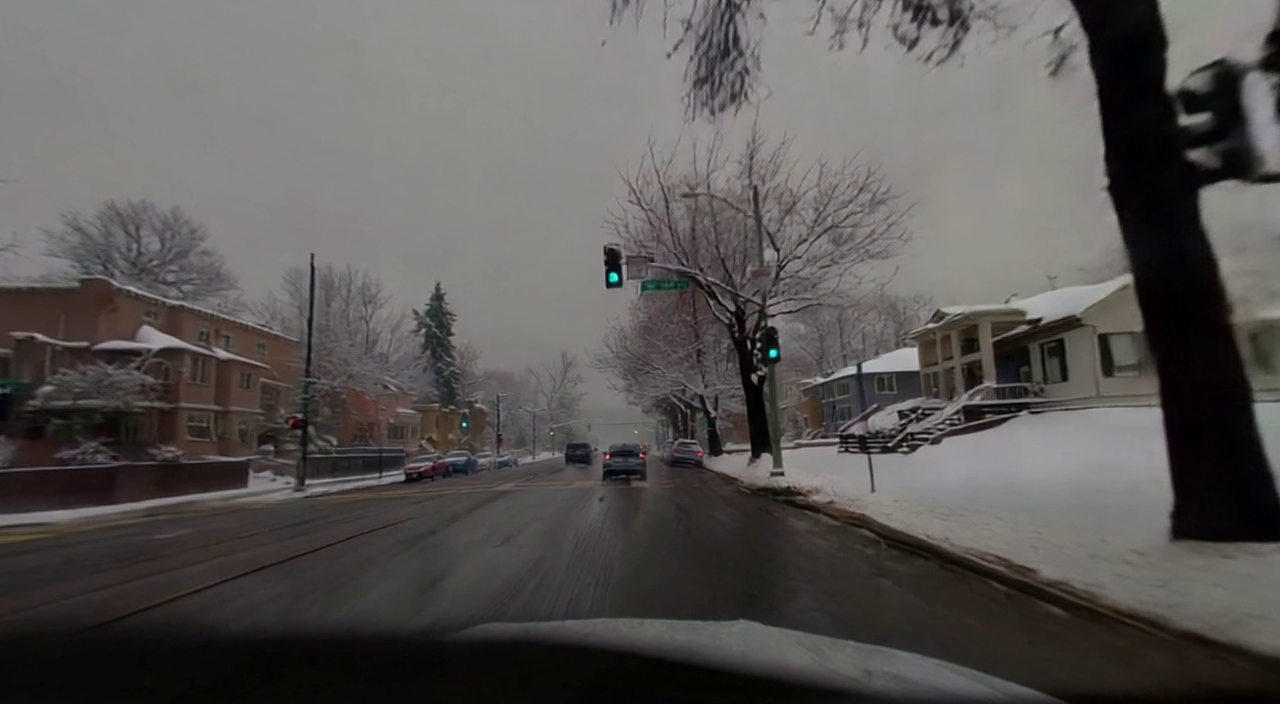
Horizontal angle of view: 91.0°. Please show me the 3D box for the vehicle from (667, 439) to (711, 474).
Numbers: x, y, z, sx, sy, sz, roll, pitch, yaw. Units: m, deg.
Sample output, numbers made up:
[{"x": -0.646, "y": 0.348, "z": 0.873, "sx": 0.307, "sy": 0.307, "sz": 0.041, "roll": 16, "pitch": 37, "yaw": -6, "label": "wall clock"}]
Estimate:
[{"x": 2.574, "y": 5.659, "z": 34.271, "sx": 1.969, "sy": 1.725, "sz": 4.387, "roll": 0, "pitch": -9, "yaw": -1, "label": "vehicle"}]

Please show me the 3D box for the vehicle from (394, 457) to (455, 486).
[{"x": -12.178, "y": 6.765, "z": 35.867, "sx": 1.913, "sy": 1.475, "sz": 4.372, "roll": 0, "pitch": -9, "yaw": 1, "label": "vehicle"}]

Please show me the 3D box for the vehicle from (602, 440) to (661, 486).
[{"x": -0.327, "y": 4.047, "z": 23.243, "sx": 1.998, "sy": 1.518, "sz": 4.015, "roll": 0, "pitch": -9, "yaw": -1, "label": "vehicle"}]

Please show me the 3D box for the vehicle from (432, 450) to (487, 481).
[{"x": -12.300, "y": 7.731, "z": 43.385, "sx": 2.109, "sy": 1.941, "sz": 6.025, "roll": 0, "pitch": -9, "yaw": -1, "label": "vehicle"}]

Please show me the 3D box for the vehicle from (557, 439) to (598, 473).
[{"x": -3.617, "y": 6.101, "z": 37.064, "sx": 1.983, "sy": 1.841, "sz": 4.013, "roll": 0, "pitch": -9, "yaw": 1, "label": "vehicle"}]
